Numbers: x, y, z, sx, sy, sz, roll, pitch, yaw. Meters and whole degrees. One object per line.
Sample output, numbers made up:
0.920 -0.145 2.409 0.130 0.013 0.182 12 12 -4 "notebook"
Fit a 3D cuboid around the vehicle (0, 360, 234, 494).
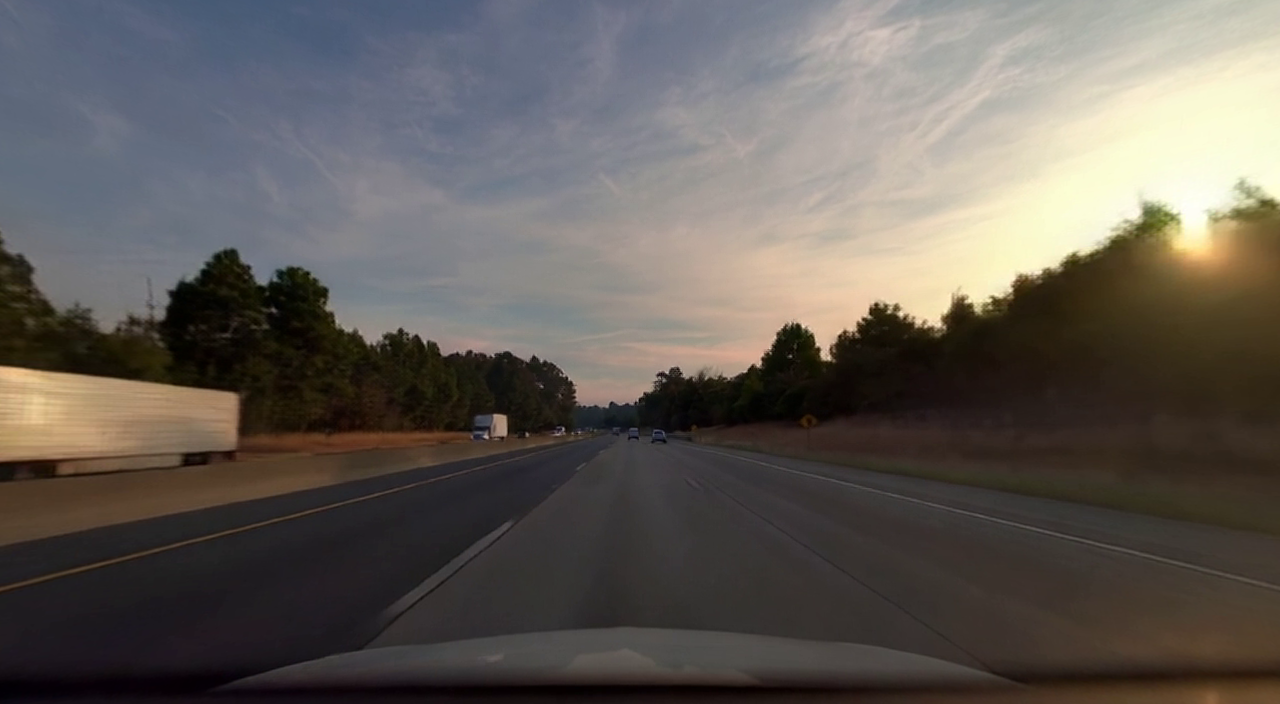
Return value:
-21.008 2.816 23.076 2.909 4.050 14.324 0 -8 -1 "vehicle"
